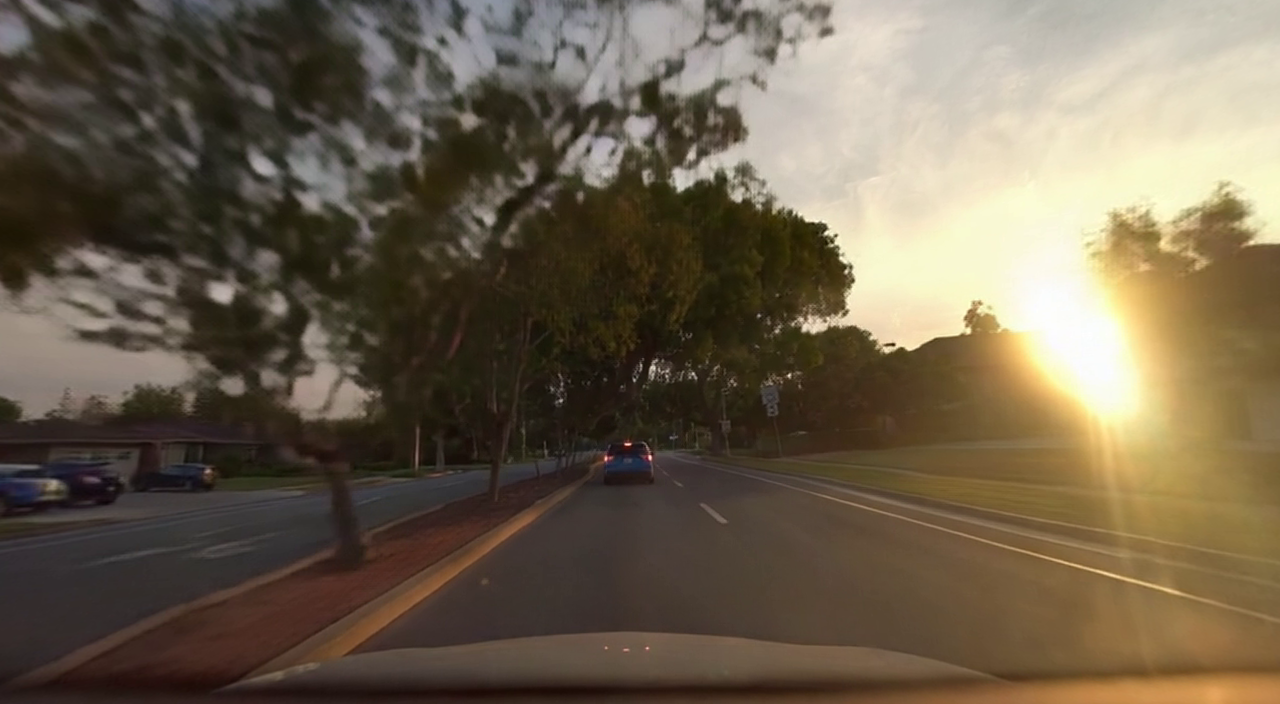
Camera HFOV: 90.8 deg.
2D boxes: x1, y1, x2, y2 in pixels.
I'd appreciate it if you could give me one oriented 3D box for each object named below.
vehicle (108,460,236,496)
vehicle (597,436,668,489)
[{"bbox_3d":[-21.620,5.817,29.323,4.366,1.526,1.921,0,-9,0],"label":"vehicle"},{"bbox_3d":[-0.240,3.755,21.801,2.181,1.639,4.127,0,-9,0],"label":"vehicle"}]
